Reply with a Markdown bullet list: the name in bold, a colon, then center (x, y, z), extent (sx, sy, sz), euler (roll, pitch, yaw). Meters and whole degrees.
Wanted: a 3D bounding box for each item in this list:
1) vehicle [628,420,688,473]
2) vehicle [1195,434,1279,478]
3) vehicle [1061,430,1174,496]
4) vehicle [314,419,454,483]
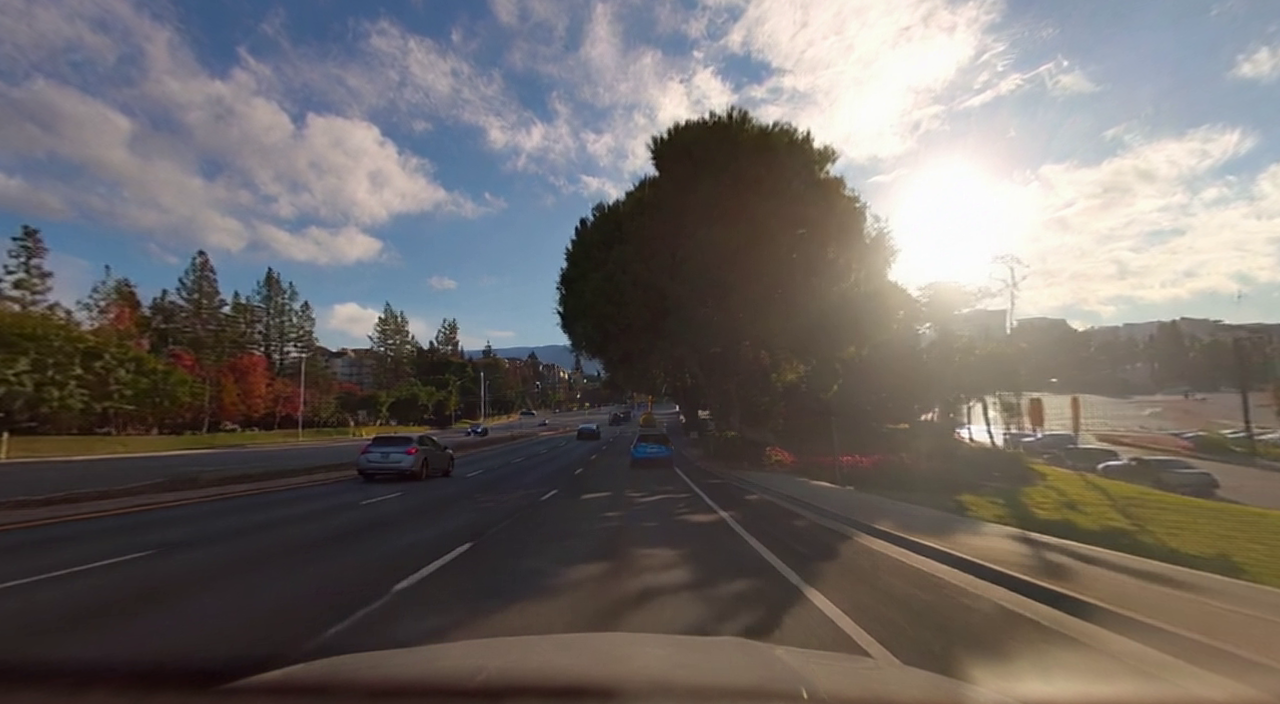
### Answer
- **vehicle**: center (0.642, 3.666, 24.451), extent (2.125, 1.830, 4.370), euler (0, -9, 0)
- **vehicle**: center (29.477, 5.040, 30.981), extent (2.059, 1.942, 4.496), euler (-6, -9, 25)
- **vehicle**: center (18.305, 4.165, 24.480), extent (1.849, 1.958, 4.453), euler (0, -3, 14)
- **vehicle**: center (-7.441, 2.981, 19.043), extent (1.997, 1.650, 5.090), euler (0, -9, 1)
